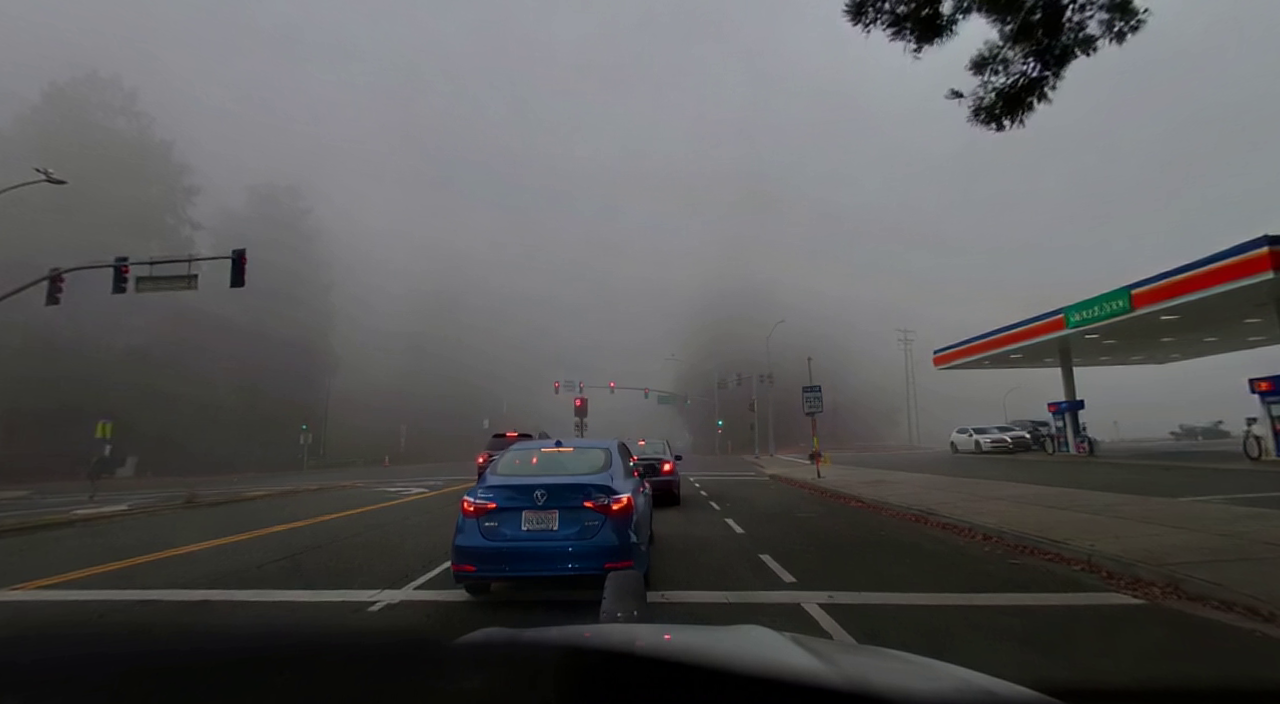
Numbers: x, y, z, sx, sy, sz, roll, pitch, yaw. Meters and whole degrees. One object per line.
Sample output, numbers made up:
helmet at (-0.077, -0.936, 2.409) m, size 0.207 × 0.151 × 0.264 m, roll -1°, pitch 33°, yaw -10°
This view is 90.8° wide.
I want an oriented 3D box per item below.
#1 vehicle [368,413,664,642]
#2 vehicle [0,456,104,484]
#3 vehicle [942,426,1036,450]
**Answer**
vehicle at (-0.762, 1.508, 6.547) m, size 1.916 × 1.510 × 4.447 m, roll -1°, pitch -8°, yaw 3°
vehicle at (-35.022, 6.982, 37.559) m, size 1.796 × 1.440 × 4.802 m, roll -1°, pitch -8°, yaw 4°
vehicle at (22.540, 5.594, 40.968) m, size 4.874 × 1.502 × 2.048 m, roll 0°, pitch -8°, yaw -1°
